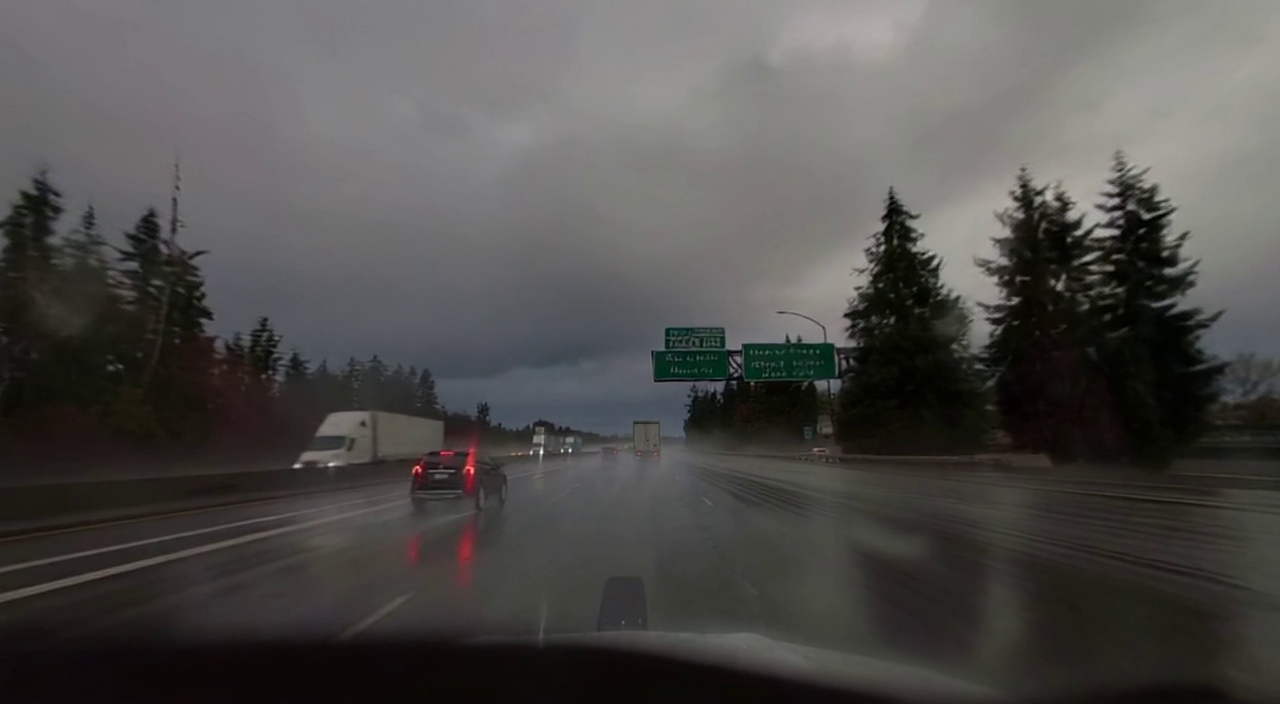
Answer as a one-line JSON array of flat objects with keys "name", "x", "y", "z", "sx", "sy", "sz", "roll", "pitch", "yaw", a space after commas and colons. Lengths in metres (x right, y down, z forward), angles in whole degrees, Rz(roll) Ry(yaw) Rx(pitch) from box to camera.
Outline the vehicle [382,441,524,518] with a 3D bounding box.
[{"name": "vehicle", "x": -4.063, "y": 2.822, "z": 14.477, "sx": 1.945, "sy": 1.488, "sz": 4.043, "roll": 0, "pitch": -9, "yaw": 1}]

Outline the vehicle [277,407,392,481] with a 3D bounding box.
[{"name": "vehicle", "x": -16.883, "y": 5.171, "z": 35.408, "sx": 3.349, "sy": 3.800, "sz": 5.837, "roll": 0, "pitch": -9, "yaw": 0}]
